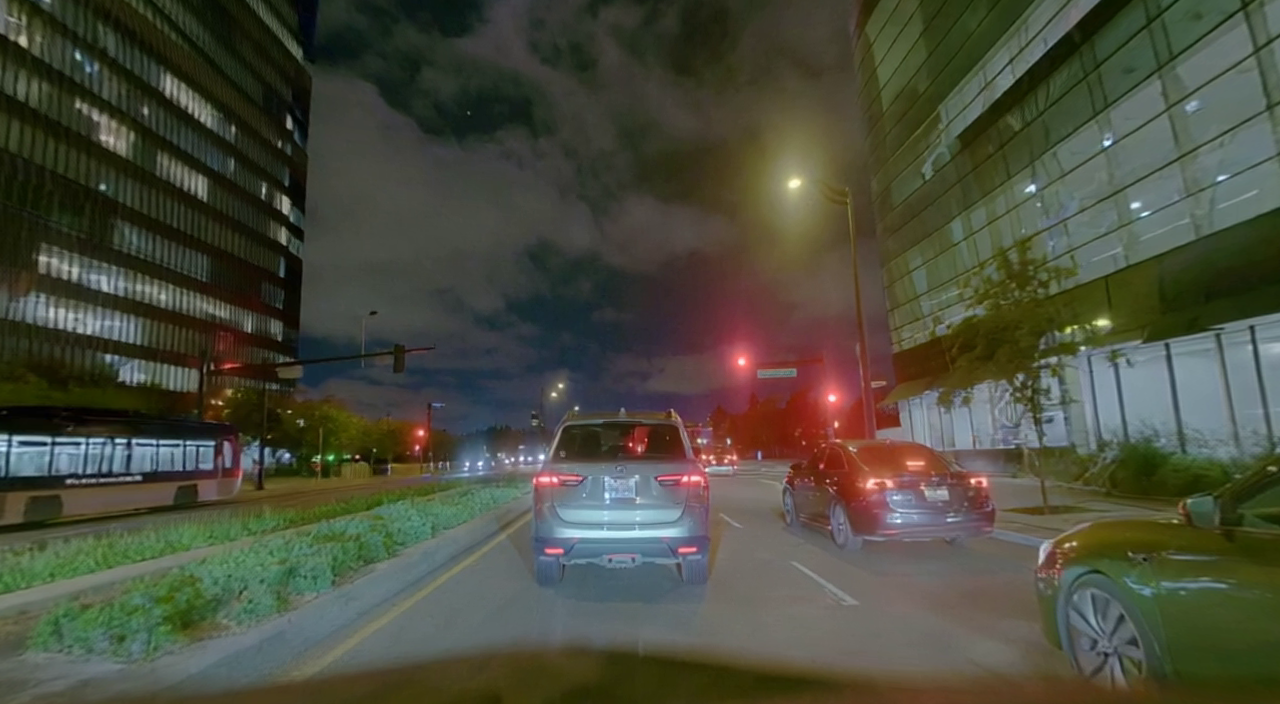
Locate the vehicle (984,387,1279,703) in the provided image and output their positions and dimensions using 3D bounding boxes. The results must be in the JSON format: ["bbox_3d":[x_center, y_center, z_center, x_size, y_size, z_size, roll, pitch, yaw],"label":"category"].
[{"bbox_3d":[3.138,0.794,1.638,1.993,1.480,4.324,0,-8,-1],"label":"vehicle"}]

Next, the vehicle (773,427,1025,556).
[{"bbox_3d":[3.667,2.044,10.006,2.128,1.582,4.188,0,-8,-1],"label":"vehicle"}]

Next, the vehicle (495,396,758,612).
[{"bbox_3d":[-0.190,1.573,7.465,2.178,1.779,4.255,0,-8,-2],"label":"vehicle"}]

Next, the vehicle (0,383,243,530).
[{"bbox_3d":[-19.729,4.077,23.086,3.393,4.045,11.306,-6,-11,-1],"label":"vehicle"}]
